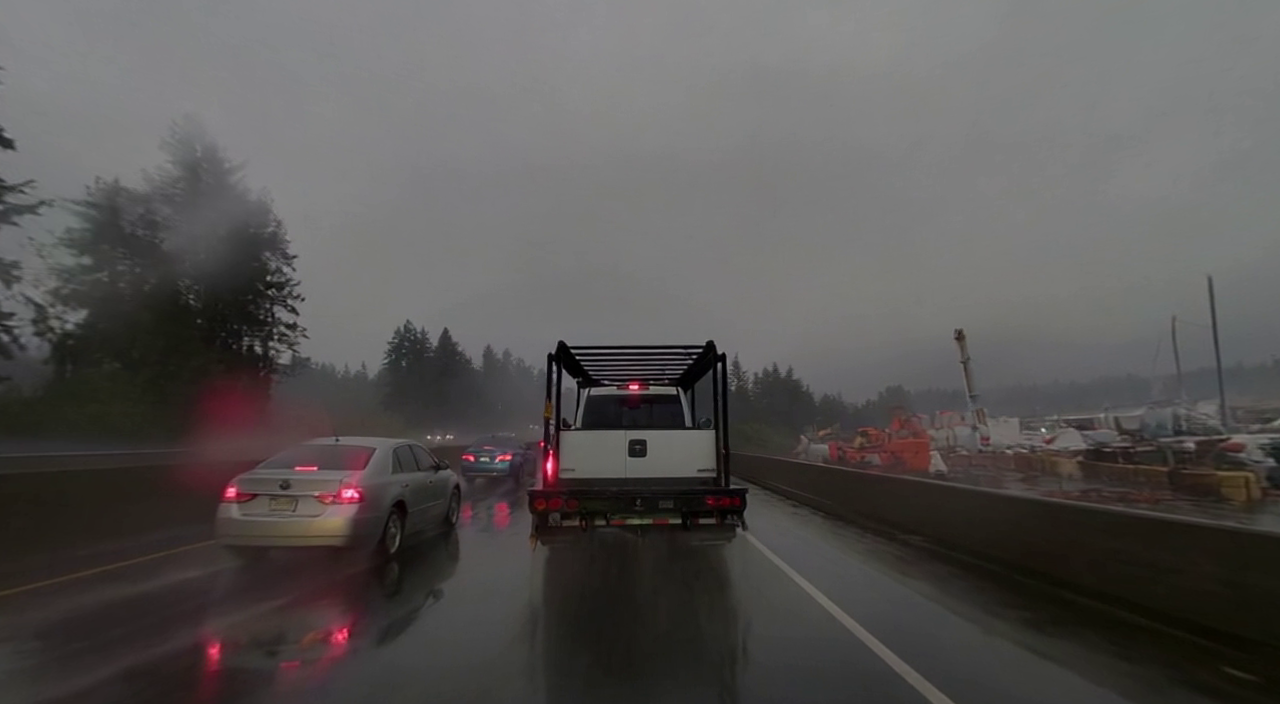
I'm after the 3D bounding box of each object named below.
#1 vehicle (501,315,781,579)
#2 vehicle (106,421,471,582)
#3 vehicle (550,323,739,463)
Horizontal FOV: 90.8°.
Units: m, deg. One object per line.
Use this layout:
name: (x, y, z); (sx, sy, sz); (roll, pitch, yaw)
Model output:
vehicle: (-0.237, 1.708, 11.495); (2.735, 2.597, 10.435); (1, -9, -3)
vehicle: (-4.017, 1.797, 8.555); (2.155, 1.513, 4.964); (0, -9, -1)
vehicle: (-0.091, 0.819, 9.624); (2.156, 1.604, 4.680); (1, -9, -4)
